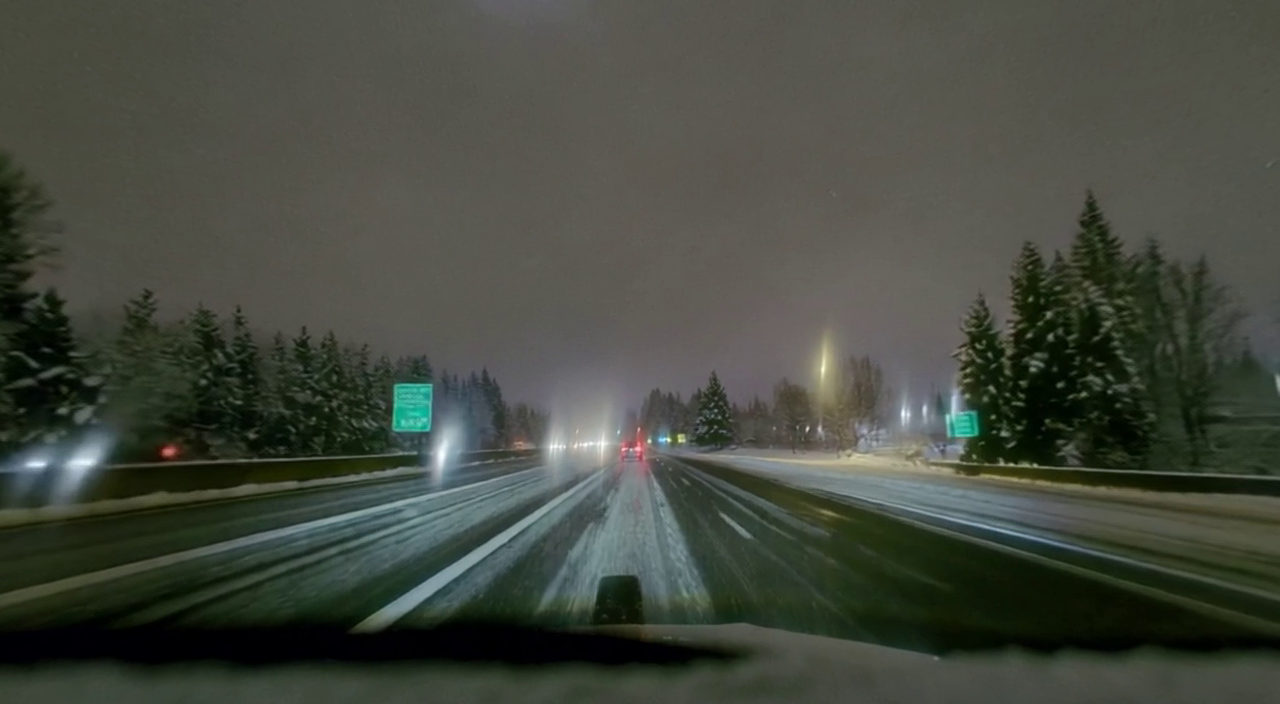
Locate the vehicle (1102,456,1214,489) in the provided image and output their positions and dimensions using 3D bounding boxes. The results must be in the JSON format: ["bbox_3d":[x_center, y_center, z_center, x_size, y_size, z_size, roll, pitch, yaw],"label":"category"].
[{"bbox_3d":[24.450,5.681,29.921,3.596,1.434,1.782,-1,-9,5],"label":"vehicle"}]

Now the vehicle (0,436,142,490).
[{"bbox_3d":[-21.035,3.899,22.687,2.201,1.708,4.988,0,-8,0],"label":"vehicle"}]

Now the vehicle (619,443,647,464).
[{"bbox_3d":[-0.575,7.773,48.501,2.025,1.460,4.189,0,-8,-1],"label":"vehicle"}]
